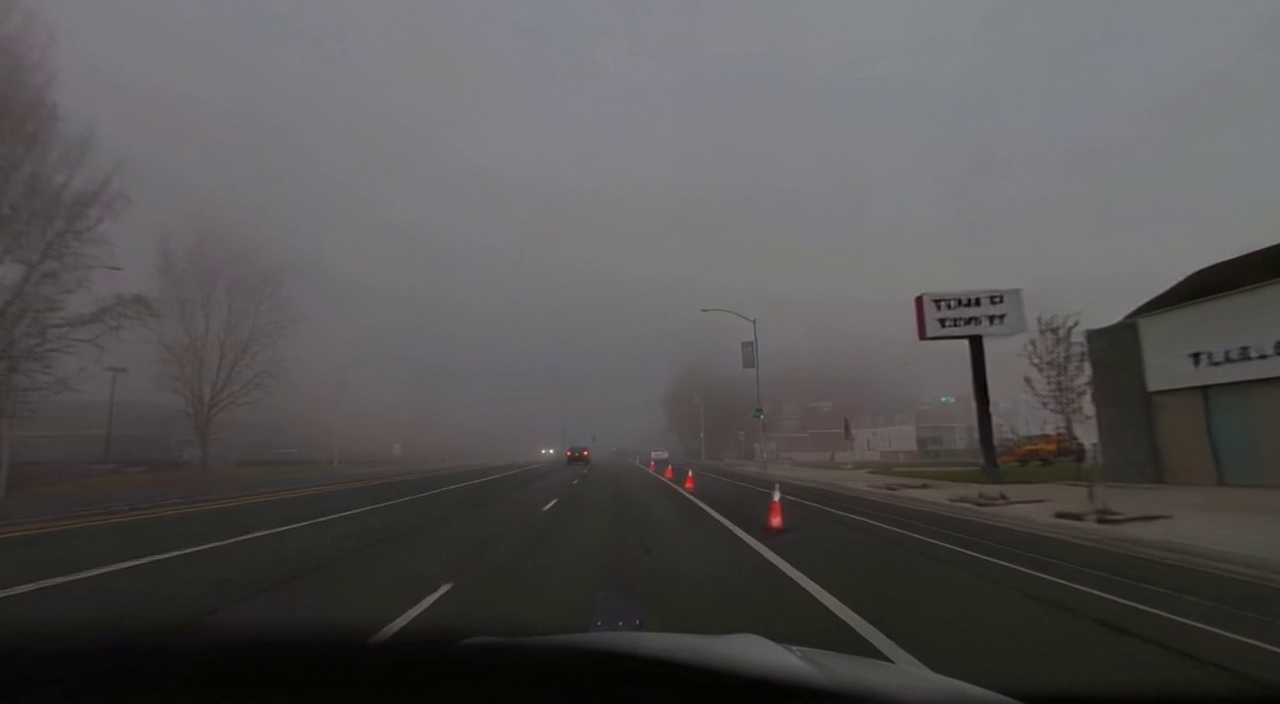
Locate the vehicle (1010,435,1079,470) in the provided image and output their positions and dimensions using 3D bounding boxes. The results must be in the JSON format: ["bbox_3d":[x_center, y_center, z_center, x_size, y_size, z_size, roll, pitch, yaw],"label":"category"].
[{"bbox_3d":[21.021,5.187,32.713,2.160,1.639,5.163,-8,-11,40],"label":"vehicle"}]
